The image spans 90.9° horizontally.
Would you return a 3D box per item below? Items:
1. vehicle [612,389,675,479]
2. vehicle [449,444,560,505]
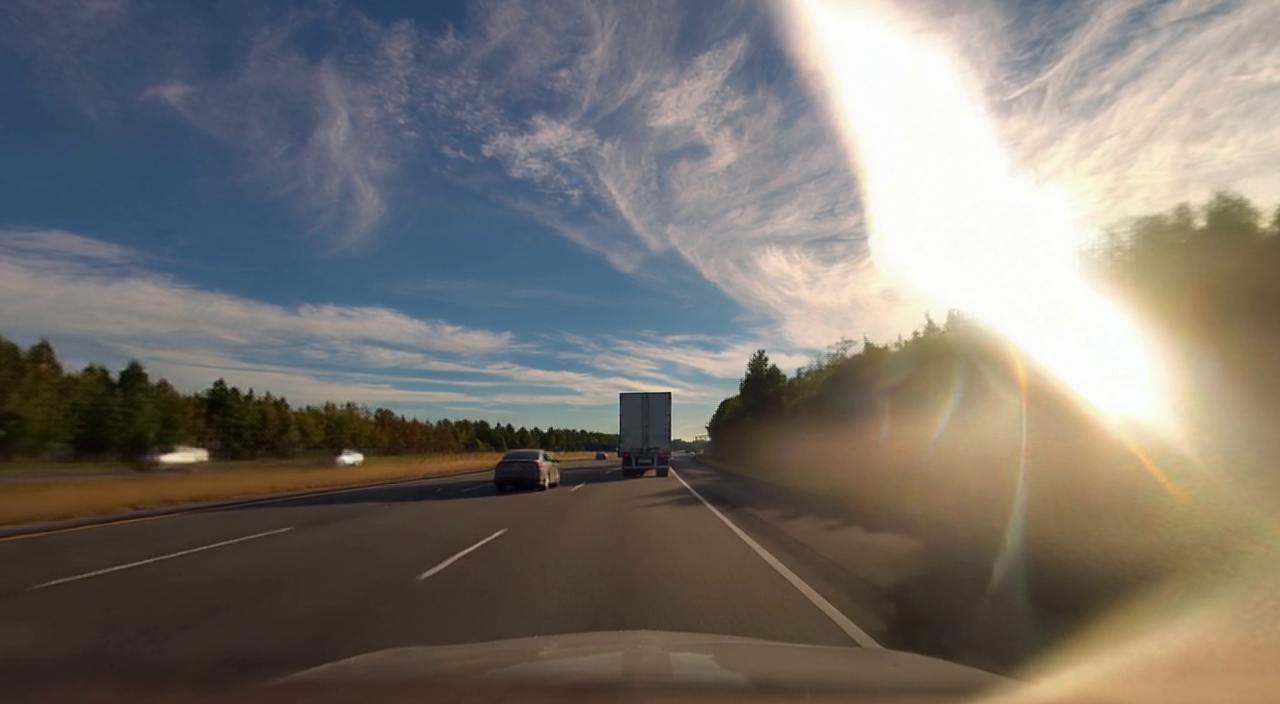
[{"bbox_3d":[0.254,4.886,36.527,2.851,4.098,14.436,-1,-9,1],"label":"vehicle"},{"bbox_3d":[-3.634,3.383,17.853,2.092,1.465,4.448,0,-9,1],"label":"vehicle"}]
